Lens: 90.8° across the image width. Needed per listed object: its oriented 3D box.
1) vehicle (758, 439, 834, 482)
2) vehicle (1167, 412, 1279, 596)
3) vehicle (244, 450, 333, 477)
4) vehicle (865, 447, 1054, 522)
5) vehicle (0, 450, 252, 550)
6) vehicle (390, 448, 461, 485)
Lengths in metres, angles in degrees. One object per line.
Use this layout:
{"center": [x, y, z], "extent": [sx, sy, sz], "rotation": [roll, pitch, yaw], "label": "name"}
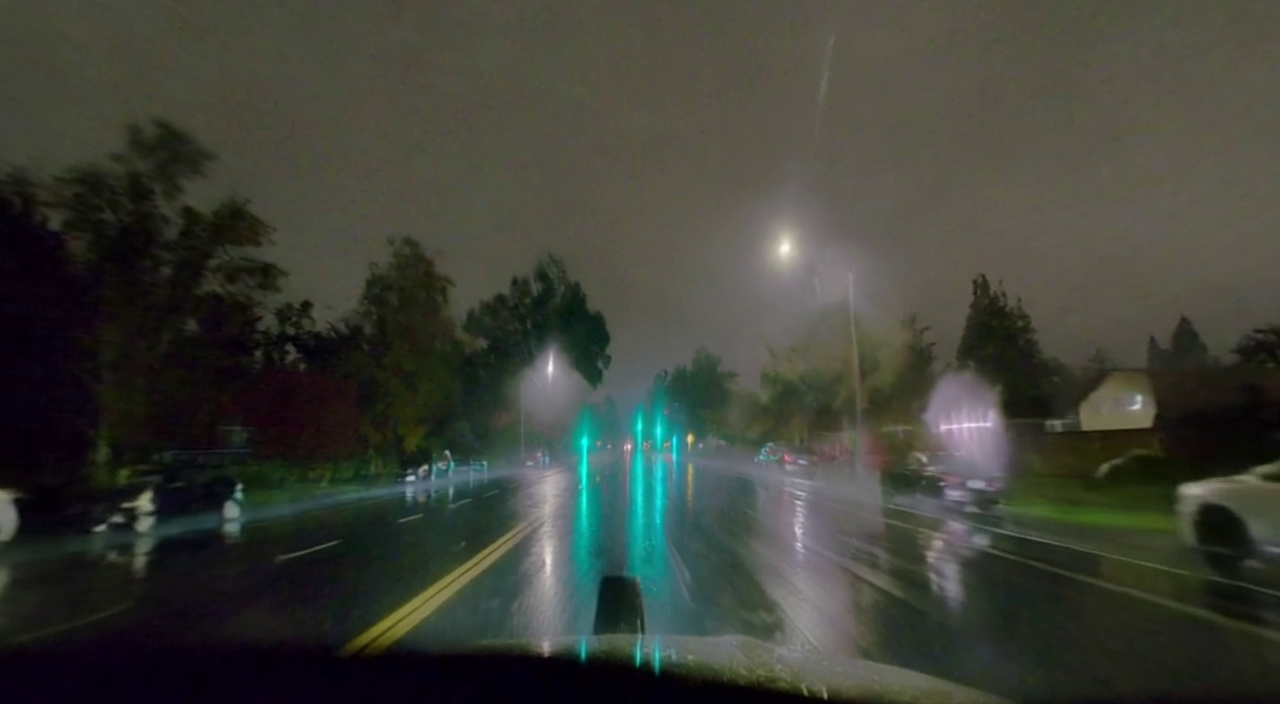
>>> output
{"center": [7.021, 4.926, 29.110], "extent": [2.087, 1.762, 5.493], "rotation": [0, -9, 0], "label": "vehicle"}
{"center": [7.340, 1.293, 4.849], "extent": [2.064, 1.802, 5.293], "rotation": [0, -9, 1], "label": "vehicle"}
{"center": [-20.536, 6.531, 37.035], "extent": [4.055, 1.511, 1.898], "rotation": [0, -9, -4], "label": "vehicle"}
{"center": [7.286, 3.030, 15.128], "extent": [1.982, 1.479, 4.687], "rotation": [0, -9, -1], "label": "vehicle"}
{"center": [-10.553, 2.943, 13.258], "extent": [1.974, 1.682, 4.339], "rotation": [-2, -9, 1], "label": "vehicle"}
{"center": [-10.877, 5.824, 32.426], "extent": [2.048, 1.692, 4.635], "rotation": [-2, -9, 0], "label": "vehicle"}
